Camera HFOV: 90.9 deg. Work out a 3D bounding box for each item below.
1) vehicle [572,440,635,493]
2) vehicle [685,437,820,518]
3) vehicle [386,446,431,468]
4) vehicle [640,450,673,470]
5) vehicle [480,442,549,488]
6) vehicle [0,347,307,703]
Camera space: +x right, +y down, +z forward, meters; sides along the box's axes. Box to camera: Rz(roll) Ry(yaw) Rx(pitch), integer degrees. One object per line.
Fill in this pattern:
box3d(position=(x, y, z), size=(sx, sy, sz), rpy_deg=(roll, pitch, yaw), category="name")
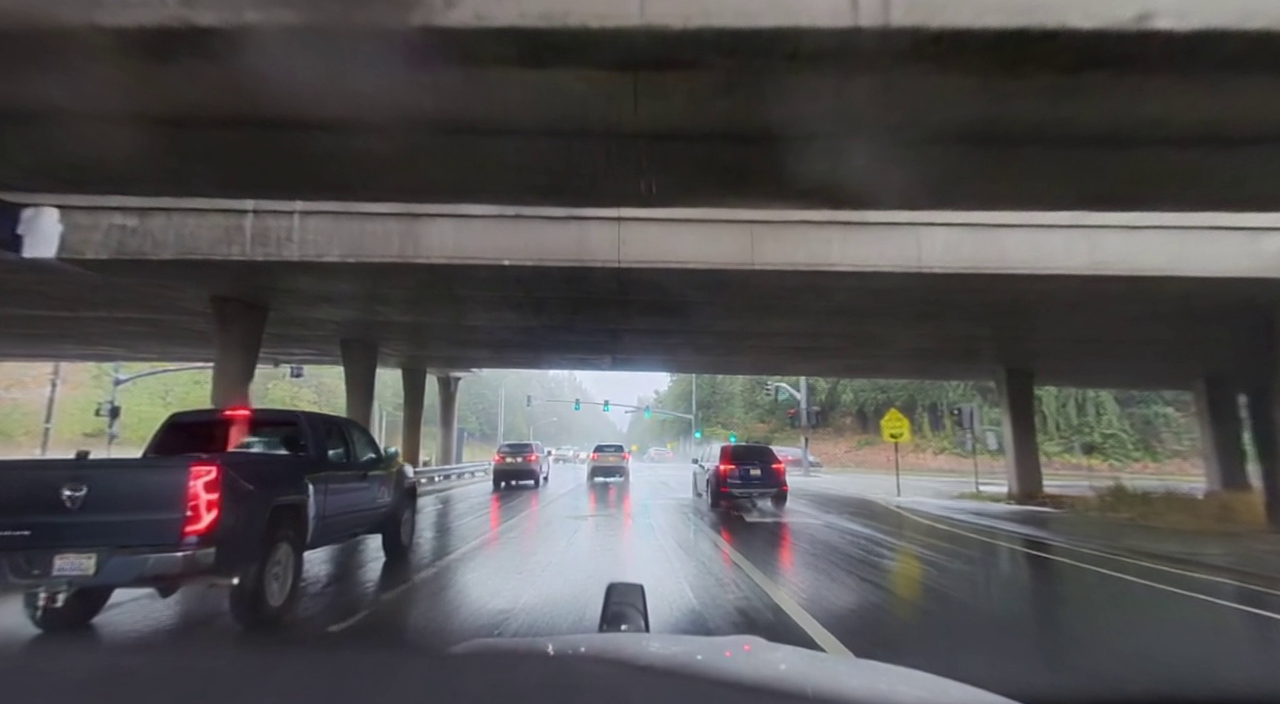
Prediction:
box3d(position=(-1.280, 4.134, 23.056), size=(2.097, 1.748, 3.794), rpy_deg=(0, -9, -2), category="vehicle")
box3d(position=(2.637, 3.126, 16.390), size=(2.234, 1.720, 5.378), rpy_deg=(0, -9, -3), category="vehicle")
box3d(position=(-18.100, 8.218, 49.489), size=(2.089, 1.684, 4.521), rpy_deg=(1, -9, -5), category="vehicle")
box3d(position=(1.193, 8.205, 48.079), size=(2.026, 1.457, 3.969), rpy_deg=(1, -9, -5), category="vehicle")
box3d(position=(-5.042, 4.587, 25.982), size=(2.127, 1.720, 4.064), rpy_deg=(0, -9, -2), category="vehicle")
box3d(position=(-4.208, 0.972, 3.616), size=(2.074, 1.814, 4.596), rpy_deg=(0, -9, 0), category="vehicle")
